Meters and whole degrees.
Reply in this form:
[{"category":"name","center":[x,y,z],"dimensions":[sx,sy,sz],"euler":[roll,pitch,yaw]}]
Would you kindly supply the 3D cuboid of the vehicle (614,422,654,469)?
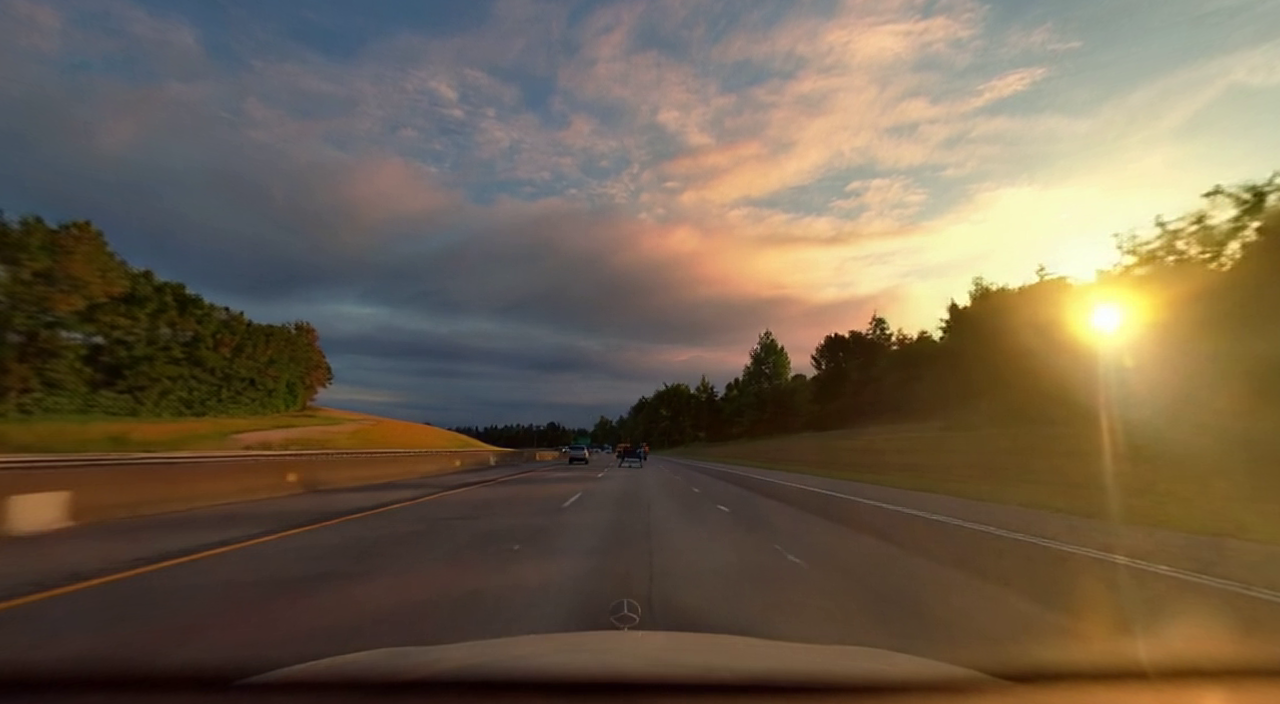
[{"category":"vehicle","center":[-0.468,6.683,45.126],"dimensions":[2.672,3.056,6.900],"euler":[0,-9,-1]}]
